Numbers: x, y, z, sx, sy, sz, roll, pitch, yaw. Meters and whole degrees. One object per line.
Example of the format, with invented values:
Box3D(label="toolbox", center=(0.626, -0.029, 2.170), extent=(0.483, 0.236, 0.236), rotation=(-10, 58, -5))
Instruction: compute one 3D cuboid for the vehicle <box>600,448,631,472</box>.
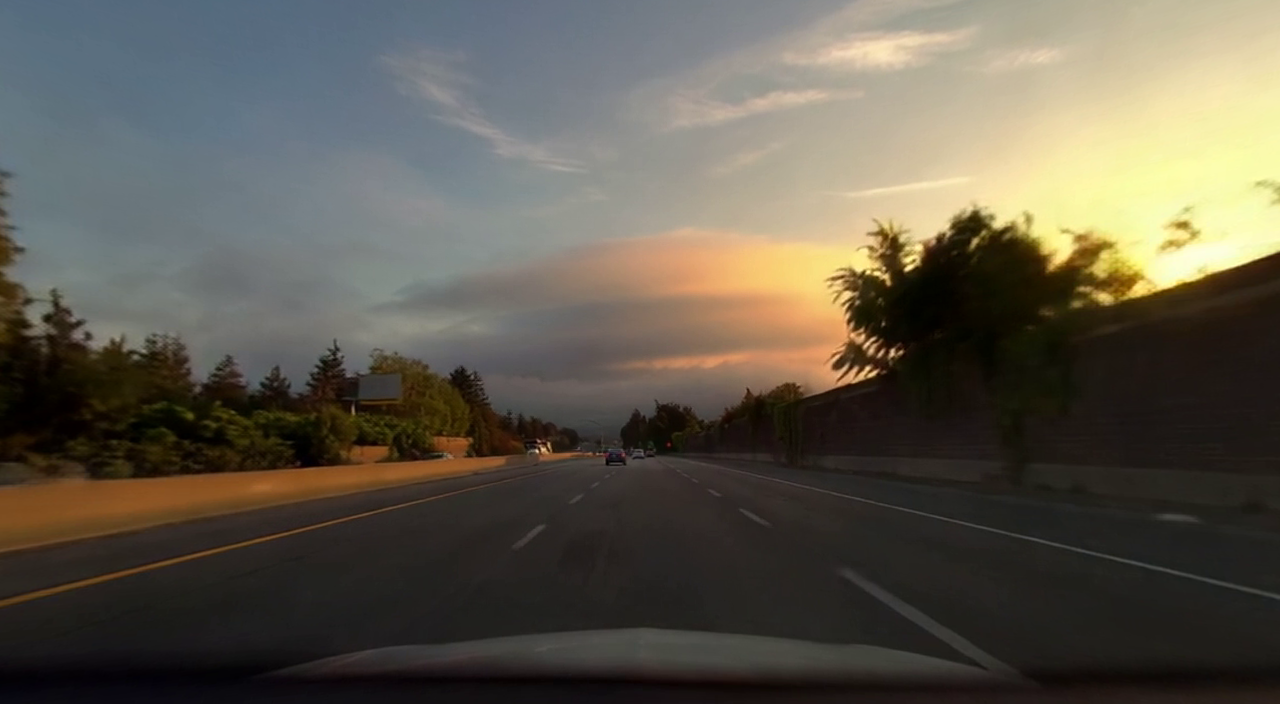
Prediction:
Box3D(label="vehicle", center=(-1.574, 7.195, 42.194), extent=(1.873, 1.529, 3.953), rotation=(0, -9, 1))
